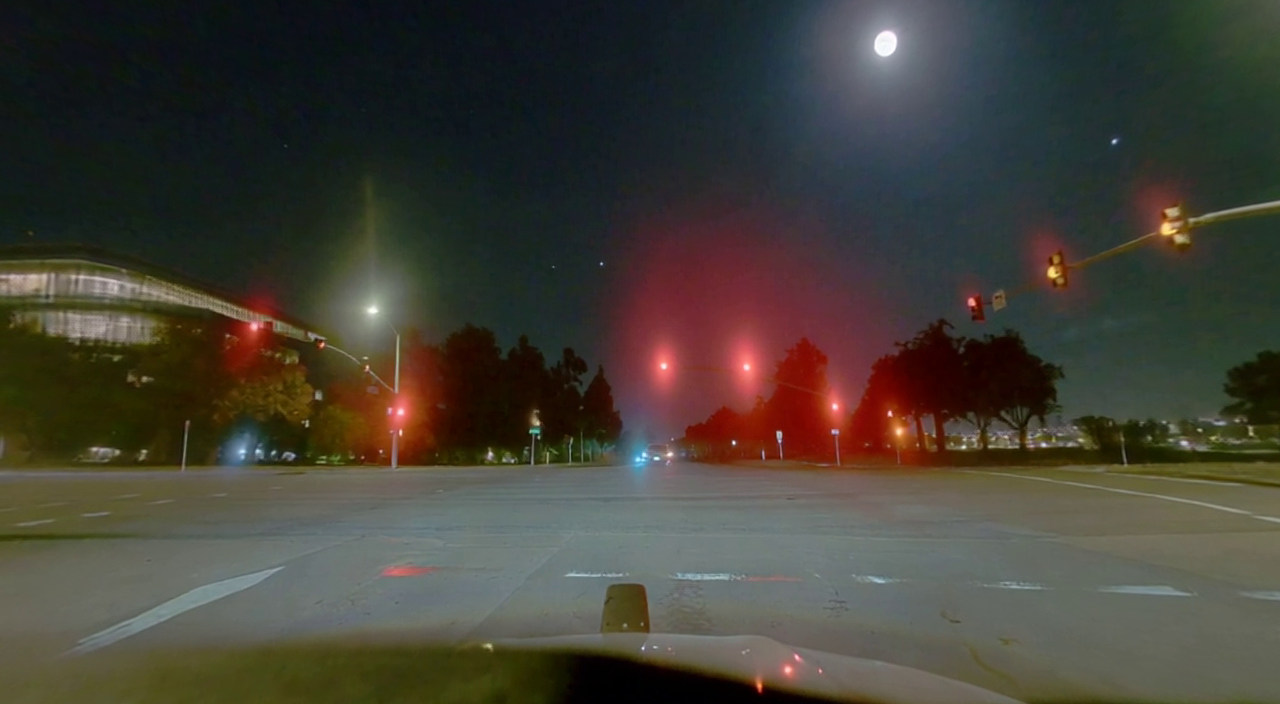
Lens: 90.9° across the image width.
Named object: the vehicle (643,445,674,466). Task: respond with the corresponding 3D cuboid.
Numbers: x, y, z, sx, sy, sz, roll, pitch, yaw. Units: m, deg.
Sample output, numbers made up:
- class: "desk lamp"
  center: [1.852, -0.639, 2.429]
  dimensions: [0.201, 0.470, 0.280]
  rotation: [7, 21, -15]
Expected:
- class: "vehicle"
  center: [1.310, 7.620, 46.462]
  dimensions: [2.132, 1.449, 4.235]
  rotation: [0, -9, 0]
